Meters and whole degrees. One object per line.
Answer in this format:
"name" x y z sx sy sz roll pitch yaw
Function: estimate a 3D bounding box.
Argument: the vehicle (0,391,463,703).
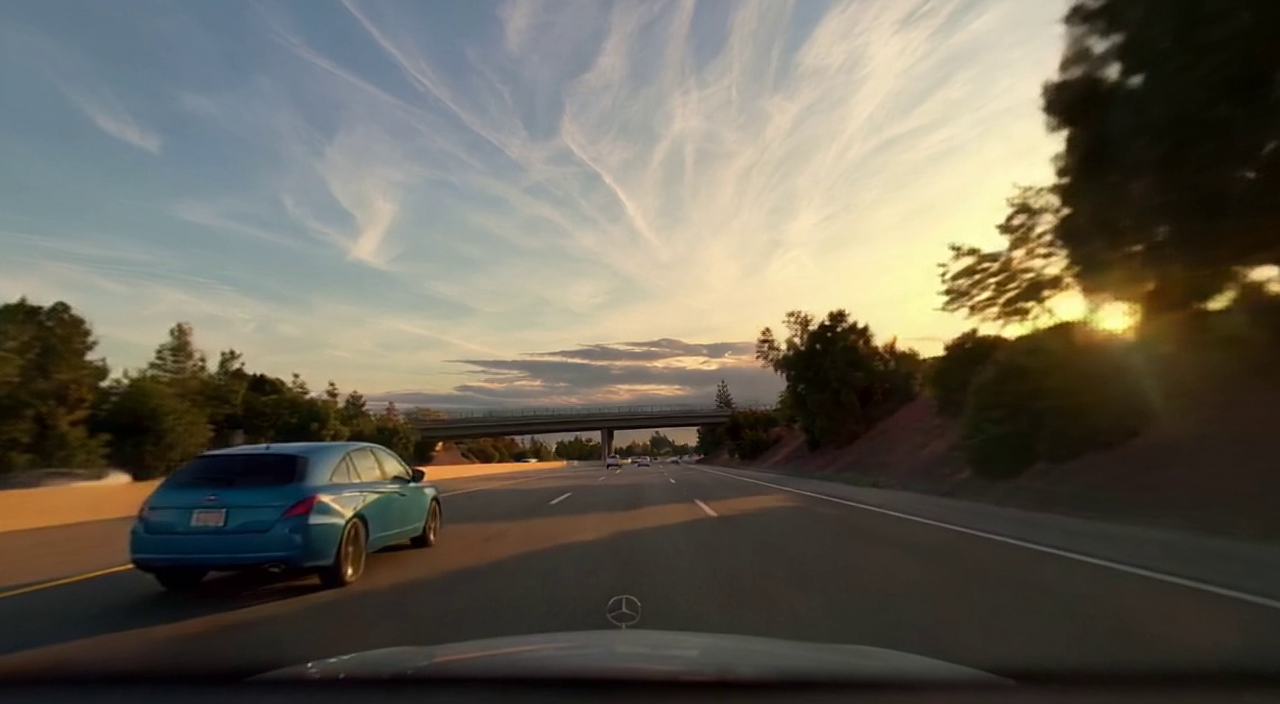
"vehicle" -3.401 1.391 5.554 2.274 1.628 4.807 0 -9 0
